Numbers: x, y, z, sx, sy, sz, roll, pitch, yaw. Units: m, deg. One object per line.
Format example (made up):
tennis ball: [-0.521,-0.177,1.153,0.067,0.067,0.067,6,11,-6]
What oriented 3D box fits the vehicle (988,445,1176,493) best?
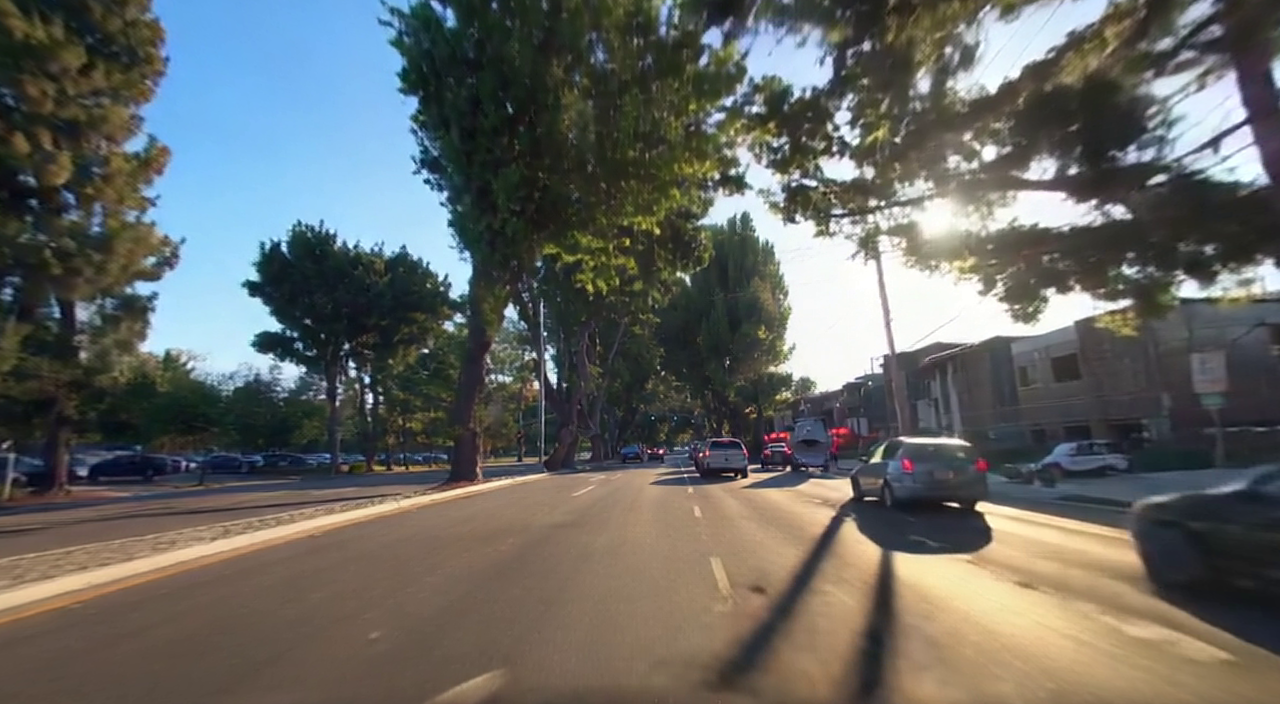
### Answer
vehicle: [14.678,3.898,21.221,4.755,1.500,1.959,0,-9,2]

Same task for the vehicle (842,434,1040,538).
vehicle: [5.890,2.598,13.106,1.803,1.754,4.480,1,-8,-1]

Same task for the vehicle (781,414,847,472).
vehicle: [7.460,3.955,27.441,1.933,2.309,3.468,-1,-9,2]

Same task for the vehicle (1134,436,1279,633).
vehicle: [5.785,1.303,4.231,1.915,1.480,3.925,0,-9,4]

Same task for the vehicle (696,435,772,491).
vehicle: [3.081,3.743,21.643,2.052,1.693,4.554,0,-9,2]
